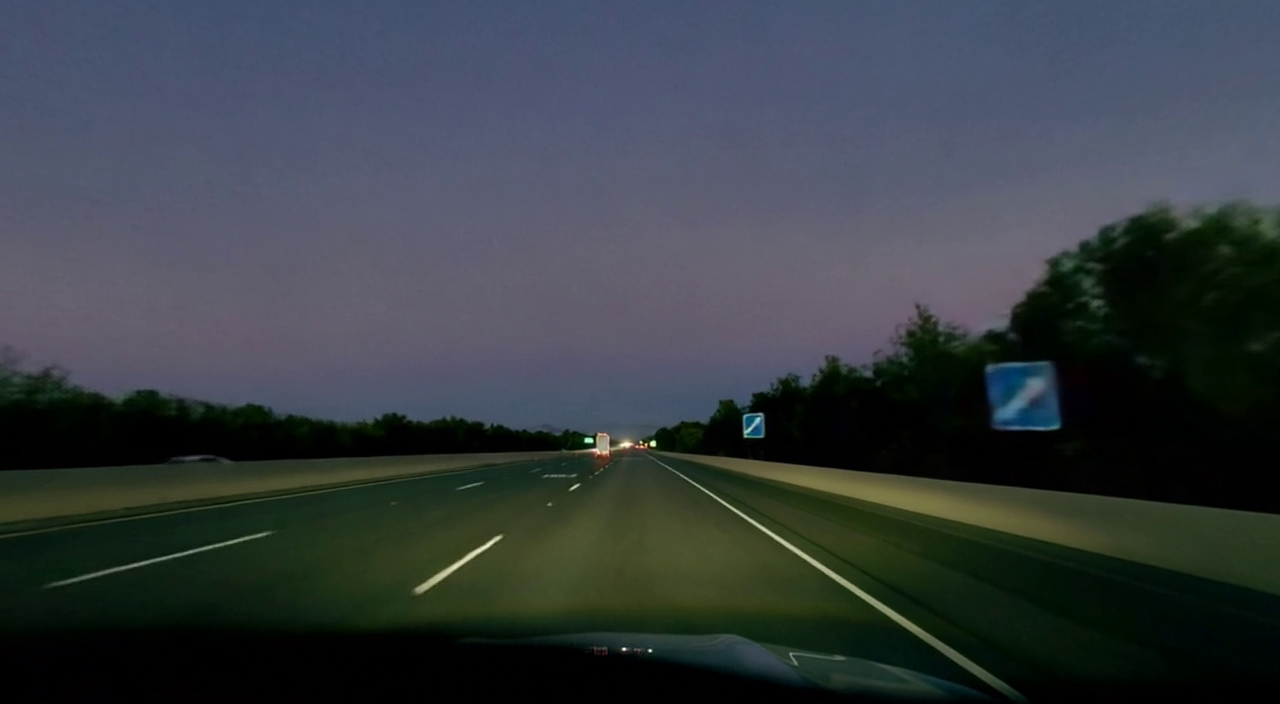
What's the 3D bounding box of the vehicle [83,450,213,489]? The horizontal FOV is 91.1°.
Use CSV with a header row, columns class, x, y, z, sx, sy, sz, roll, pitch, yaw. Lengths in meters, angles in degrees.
class,x,y,z,sx,sy,sz,roll,pitch,yaw
vehicle,-20.706,4.932,26.767,1.867,1.452,4.519,0,-9,0
